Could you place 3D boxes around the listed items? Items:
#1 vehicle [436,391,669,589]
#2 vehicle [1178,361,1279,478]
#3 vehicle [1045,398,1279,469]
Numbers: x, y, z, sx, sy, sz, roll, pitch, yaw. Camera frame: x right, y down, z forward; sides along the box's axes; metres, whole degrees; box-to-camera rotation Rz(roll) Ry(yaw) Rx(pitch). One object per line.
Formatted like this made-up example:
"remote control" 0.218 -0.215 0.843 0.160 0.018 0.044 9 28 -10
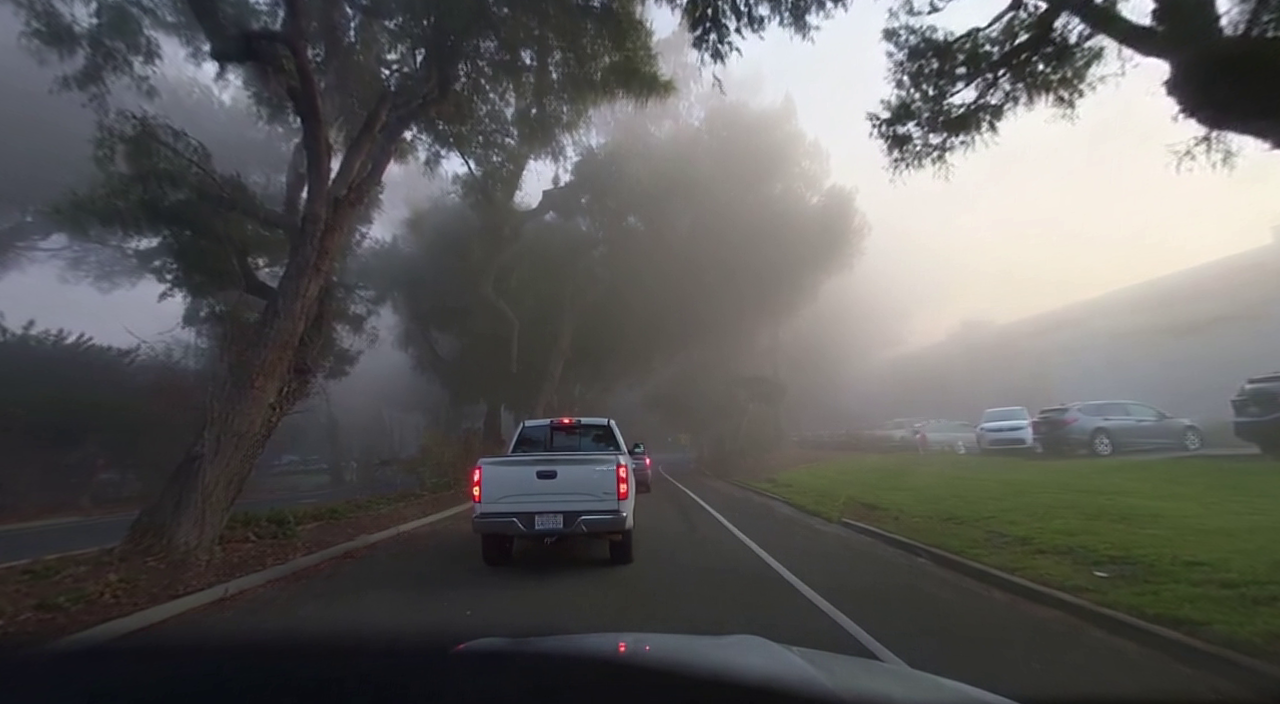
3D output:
"vehicle" -0.749 1.651 8.441 2.157 1.816 5.039 0 -8 1
"vehicle" 12.755 1.224 11.200 4.368 1.901 2.112 0 -8 2
"vehicle" 11.833 1.815 14.014 4.298 1.392 1.944 -1 -8 2
